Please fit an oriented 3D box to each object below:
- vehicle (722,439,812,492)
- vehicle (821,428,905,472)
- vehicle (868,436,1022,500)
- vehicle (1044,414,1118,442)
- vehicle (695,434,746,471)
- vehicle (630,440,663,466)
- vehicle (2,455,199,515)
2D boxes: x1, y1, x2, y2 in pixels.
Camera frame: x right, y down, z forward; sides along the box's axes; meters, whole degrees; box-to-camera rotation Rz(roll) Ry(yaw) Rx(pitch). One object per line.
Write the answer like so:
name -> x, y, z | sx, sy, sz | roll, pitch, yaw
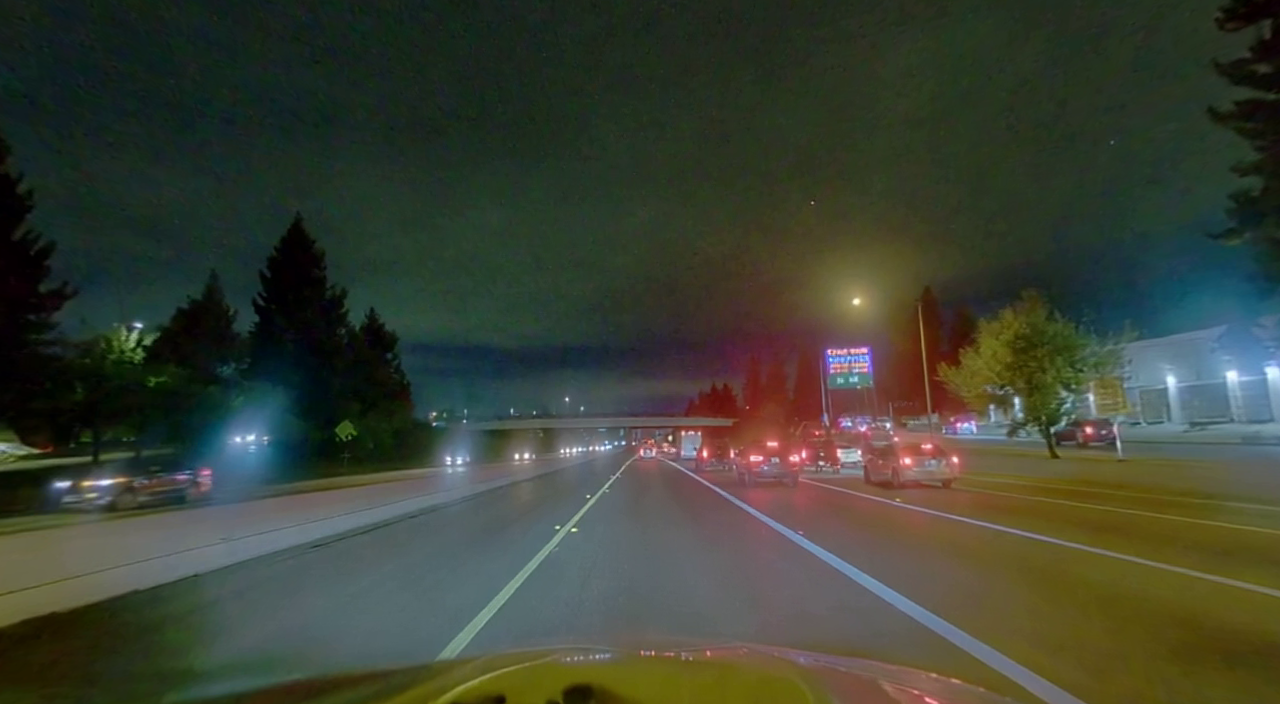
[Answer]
vehicle -> 3.895, 3.540, 20.113 | 1.902, 1.481, 4.451 | 0, -8, 0
vehicle -> 11.222, 4.975, 32.217 | 2.193, 2.025, 5.606 | 0, -8, 0
vehicle -> 7.878, 3.022, 16.860 | 1.919, 1.476, 4.303 | 0, -8, -1
vehicle -> 31.504, 5.507, 45.254 | 2.131, 1.840, 4.870 | -1, -8, 5
vehicle -> 4.331, 5.493, 34.519 | 2.086, 1.858, 4.737 | 0, -8, -1
vehicle -> 0.452, 6.877, 43.025 | 2.124, 1.639, 4.122 | 0, -8, 0
vehicle -> -15.514, 3.800, 18.542 | 1.888, 1.464, 4.395 | 0, -8, 1
